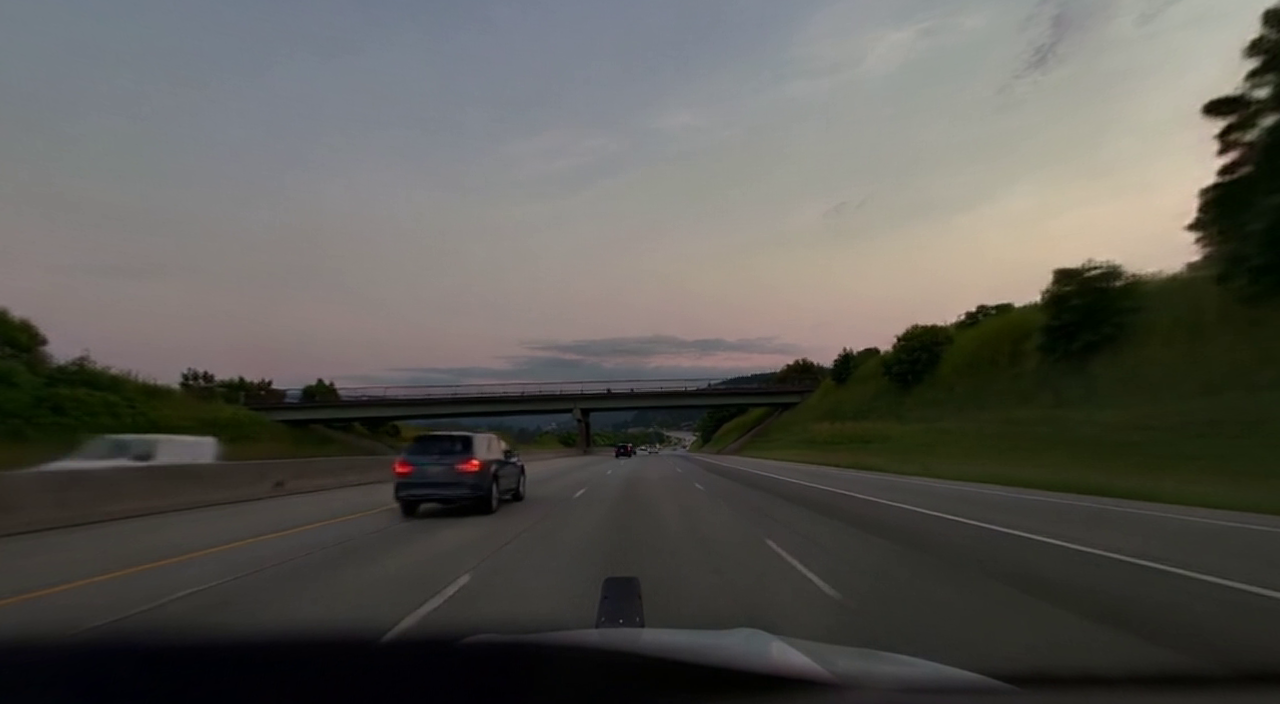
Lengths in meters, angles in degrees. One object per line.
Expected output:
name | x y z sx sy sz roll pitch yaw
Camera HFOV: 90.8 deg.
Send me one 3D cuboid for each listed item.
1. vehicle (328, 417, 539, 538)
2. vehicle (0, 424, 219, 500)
vehicle | -3.356 2.166 11.436 2.181 1.730 4.517 0 -9 1
vehicle | -14.900 3.089 18.027 2.078 1.841 5.188 0 -9 1
